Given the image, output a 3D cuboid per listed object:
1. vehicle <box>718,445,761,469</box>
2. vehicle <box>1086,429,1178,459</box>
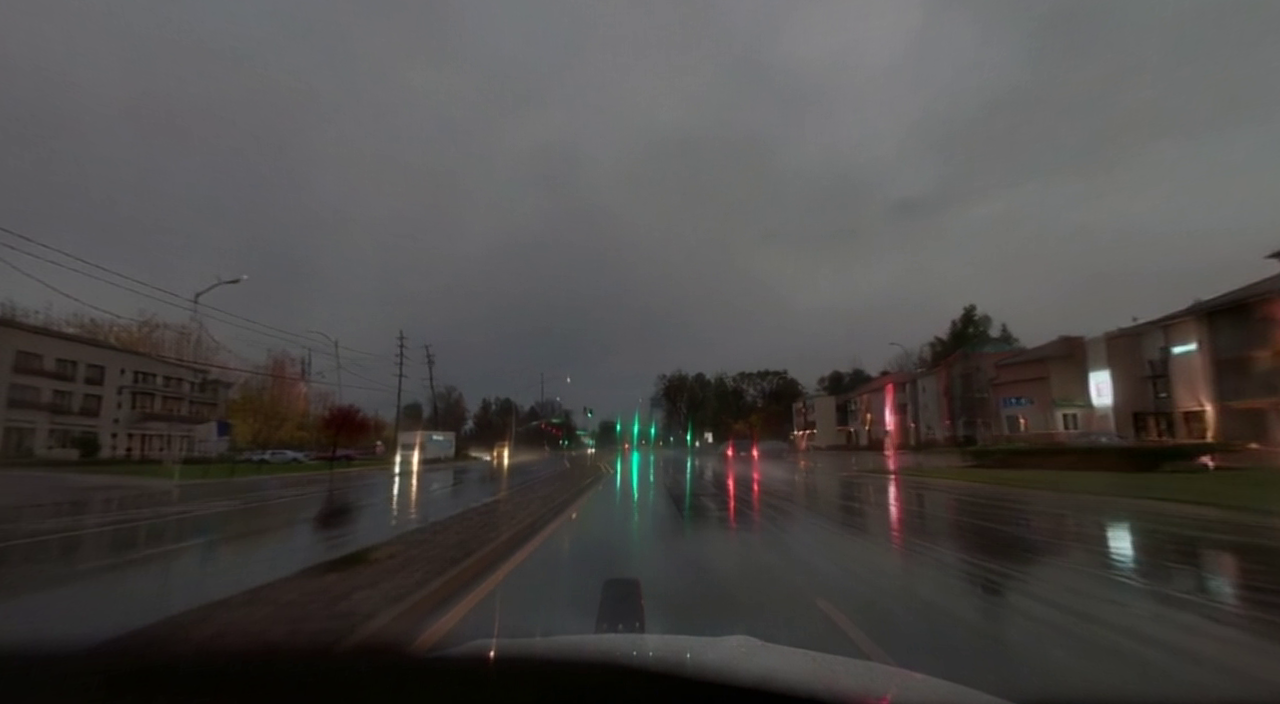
[{"bbox_3d":[6.258,6.672,40.215,1.916,1.437,4.327,0,-9,-2],"label":"vehicle"},{"bbox_3d":[30.435,5.776,39.277,1.860,1.716,4.675,1,-9,-1],"label":"vehicle"}]
